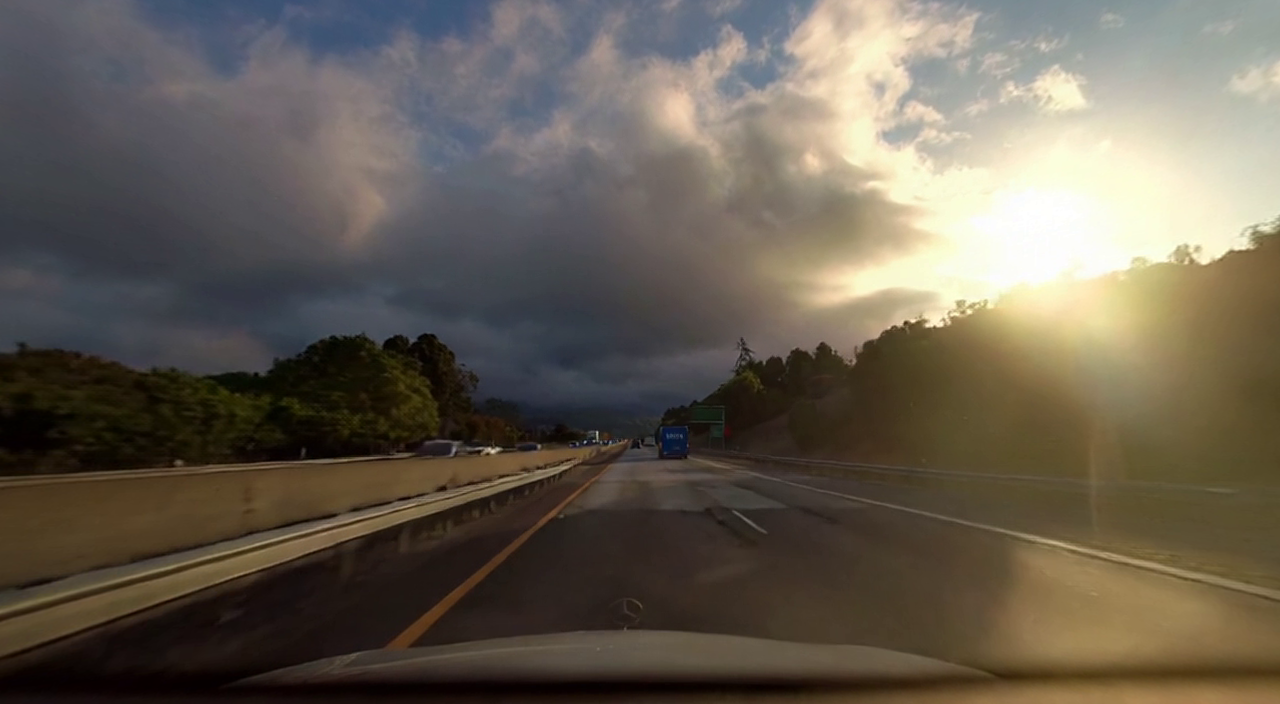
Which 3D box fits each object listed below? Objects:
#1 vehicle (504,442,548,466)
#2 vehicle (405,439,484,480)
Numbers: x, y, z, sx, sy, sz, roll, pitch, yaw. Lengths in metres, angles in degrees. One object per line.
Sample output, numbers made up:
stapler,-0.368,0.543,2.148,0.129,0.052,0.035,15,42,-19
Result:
vehicle,-7.296,6.584,40.694,1.904,1.463,4.630,0,-9,1
vehicle,-7.825,4.336,25.592,1.879,1.486,4.259,0,-9,0
